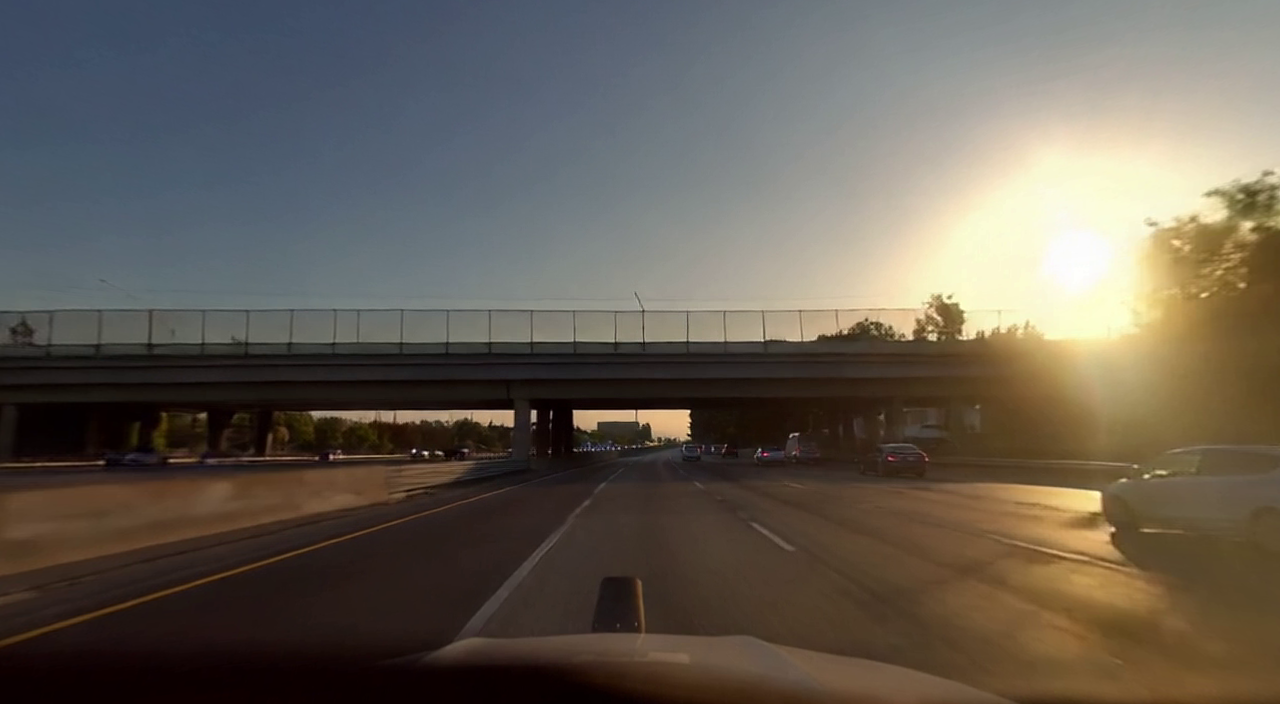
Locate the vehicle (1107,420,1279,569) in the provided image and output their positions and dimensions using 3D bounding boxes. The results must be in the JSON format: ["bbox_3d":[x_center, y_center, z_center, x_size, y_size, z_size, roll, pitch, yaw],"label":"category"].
[{"bbox_3d":[7.935,1.606,7.210,1.862,1.613,4.316,0,-9,0],"label":"vehicle"}]
